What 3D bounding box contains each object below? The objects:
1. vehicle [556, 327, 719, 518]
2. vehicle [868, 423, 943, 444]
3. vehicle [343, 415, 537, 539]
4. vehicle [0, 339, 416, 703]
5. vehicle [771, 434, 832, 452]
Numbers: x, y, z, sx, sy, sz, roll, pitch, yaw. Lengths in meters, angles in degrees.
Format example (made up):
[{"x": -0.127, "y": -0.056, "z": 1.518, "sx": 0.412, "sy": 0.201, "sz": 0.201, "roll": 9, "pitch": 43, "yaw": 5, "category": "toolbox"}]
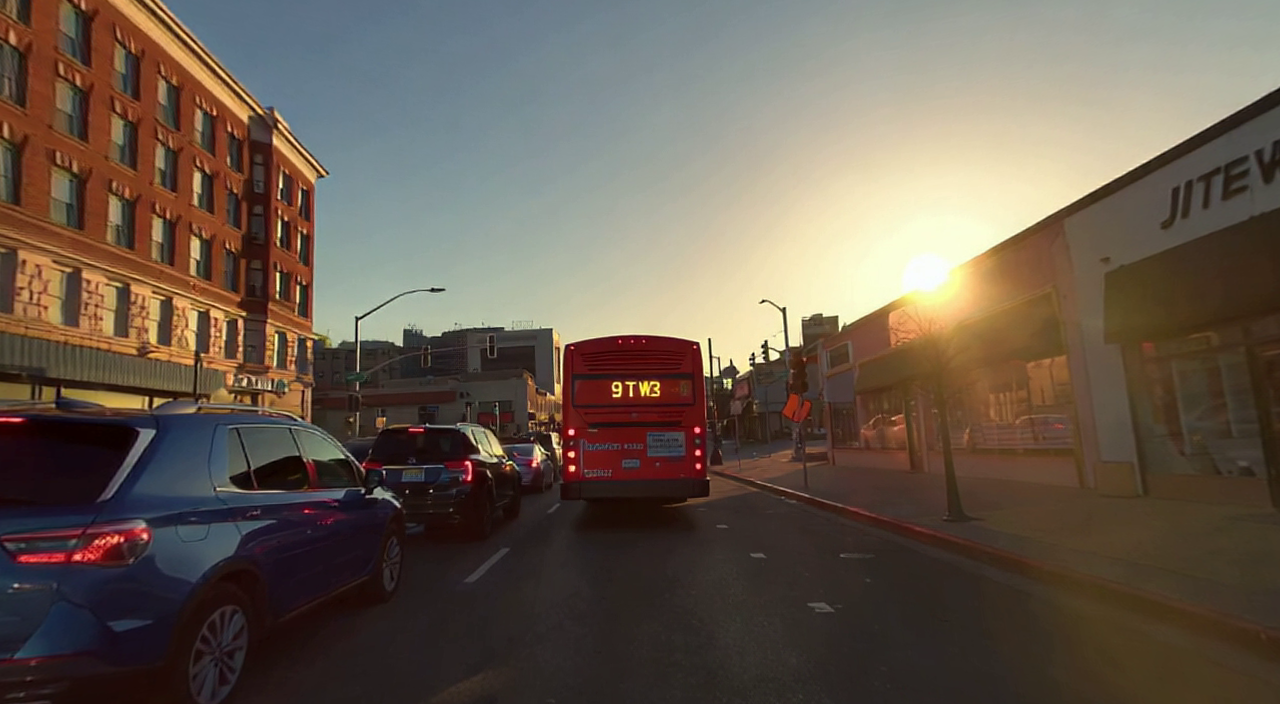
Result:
[{"x": -0.305, "y": 1.999, "z": 16.557, "sx": 2.938, "sy": 3.468, "sz": 9.972, "roll": 0, "pitch": -8, "yaw": -3, "category": "vehicle"}, {"x": 19.794, "y": 6.114, "z": 47.214, "sx": 4.827, "sy": 1.555, "sz": 1.863, "roll": 1, "pitch": -9, "yaw": -6, "category": "vehicle"}, {"x": -3.352, "y": 2.209, "z": 11.783, "sx": 2.096, "sy": 1.828, "sz": 4.669, "roll": 0, "pitch": -8, "yaw": 0, "category": "vehicle"}, {"x": -3.222, "y": 1.096, "z": 3.974, "sx": 2.020, "sy": 1.725, "sz": 4.384, "roll": 0, "pitch": -8, "yaw": 0, "category": "vehicle"}, {"x": 11.904, "y": 6.740, "z": 46.667, "sx": 3.949, "sy": 1.337, "sz": 1.738, "roll": 0, "pitch": -9, "yaw": -3, "category": "vehicle"}]
